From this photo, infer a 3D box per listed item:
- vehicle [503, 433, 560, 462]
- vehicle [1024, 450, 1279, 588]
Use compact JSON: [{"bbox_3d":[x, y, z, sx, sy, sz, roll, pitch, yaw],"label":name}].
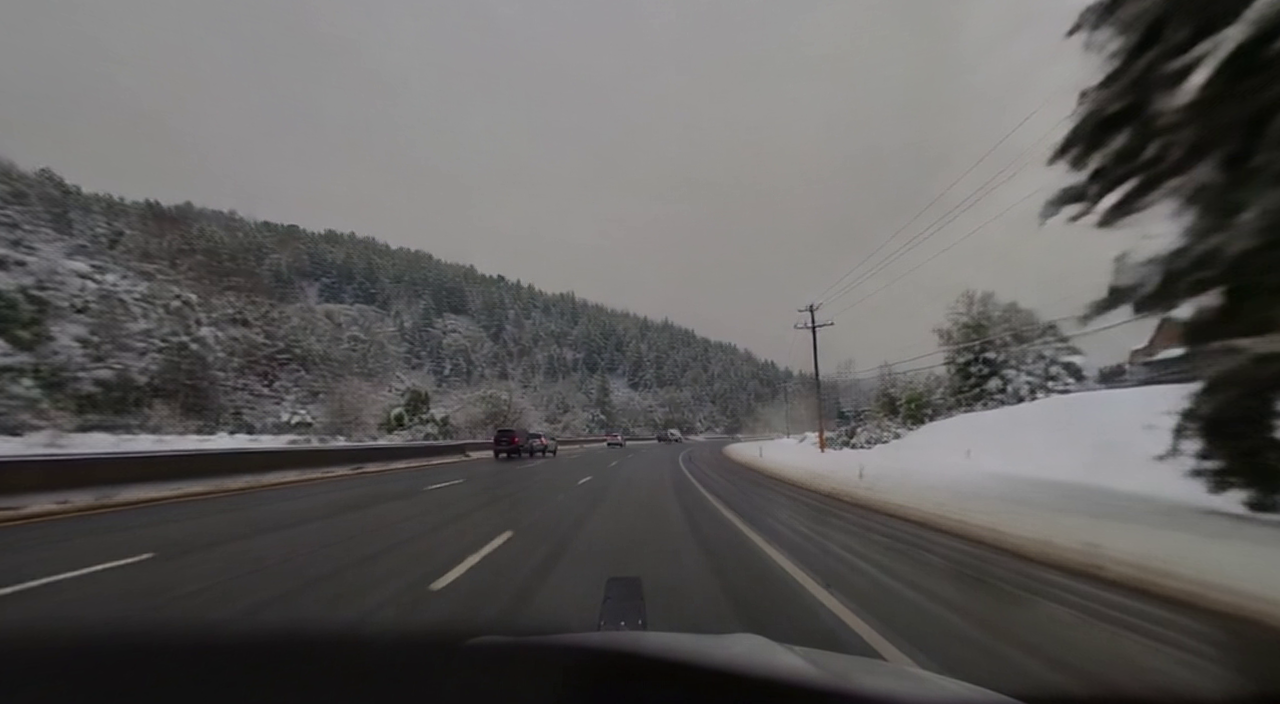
[{"bbox_3d":[-5.903,5.266,34.595,2.010,1.489,4.456,0,-9,5],"label":"vehicle"},{"bbox_3d":[10.358,2.934,12.158,2.325,1.972,5.577,1,-9,0],"label":"vehicle"}]
